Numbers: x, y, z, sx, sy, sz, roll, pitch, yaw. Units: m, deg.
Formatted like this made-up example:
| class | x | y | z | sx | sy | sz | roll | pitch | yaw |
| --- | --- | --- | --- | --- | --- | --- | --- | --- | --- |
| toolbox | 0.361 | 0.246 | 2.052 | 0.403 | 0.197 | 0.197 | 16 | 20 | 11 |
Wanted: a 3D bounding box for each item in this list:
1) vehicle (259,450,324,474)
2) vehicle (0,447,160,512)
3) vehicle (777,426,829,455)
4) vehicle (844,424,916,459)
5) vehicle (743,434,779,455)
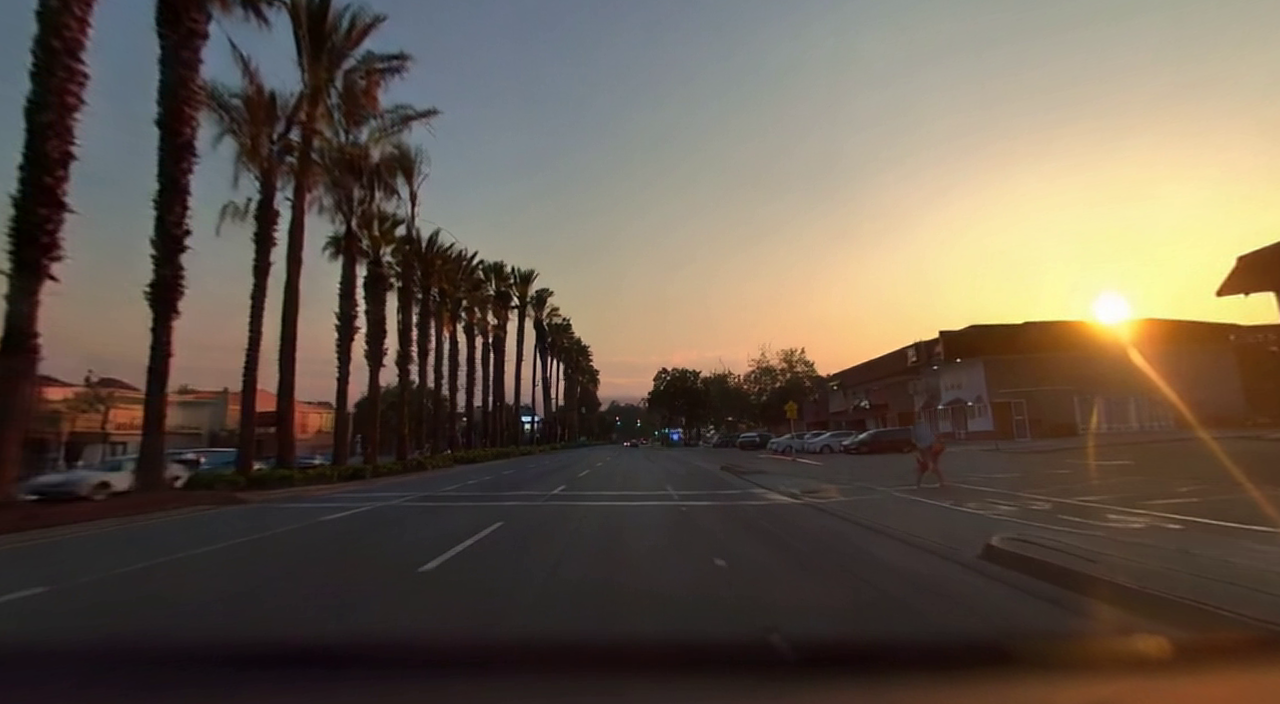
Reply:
| class | x | y | z | sx | sy | sz | roll | pitch | yaw |
| --- | --- | --- | --- | --- | --- | --- | --- | --- | --- |
| vehicle | -23.420 | 7.395 | 42.633 | 1.880 | 1.480 | 4.451 | 0 | -9 | -1 |
| vehicle | -16.540 | 3.584 | 18.153 | 1.876 | 1.460 | 4.483 | -4 | -7 | 2 |
| vehicle | 11.830 | 6.513 | 46.337 | 2.332 | 1.937 | 5.400 | 0 | -9 | -1 |
| vehicle | 12.534 | 4.728 | 33.309 | 1.909 | 1.686 | 4.670 | 0 | -9 | 0 |
| vehicle | 8.978 | 6.920 | 47.166 | 2.007 | 1.525 | 4.492 | -1 | -9 | 3 |
